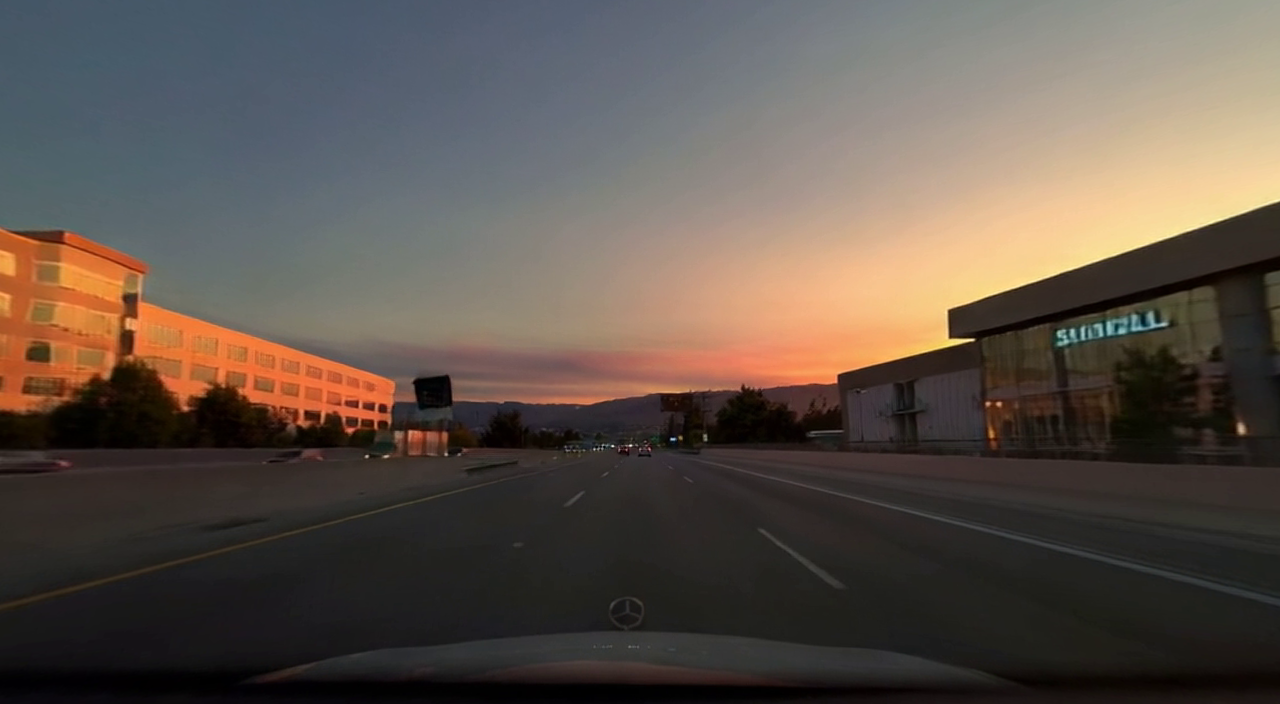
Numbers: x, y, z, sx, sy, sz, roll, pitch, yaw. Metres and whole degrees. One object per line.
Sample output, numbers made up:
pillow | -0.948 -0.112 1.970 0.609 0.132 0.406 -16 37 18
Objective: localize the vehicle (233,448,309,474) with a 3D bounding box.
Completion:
vehicle | -23.345 6.900 40.145 1.938 1.476 4.718 0 -8 1
